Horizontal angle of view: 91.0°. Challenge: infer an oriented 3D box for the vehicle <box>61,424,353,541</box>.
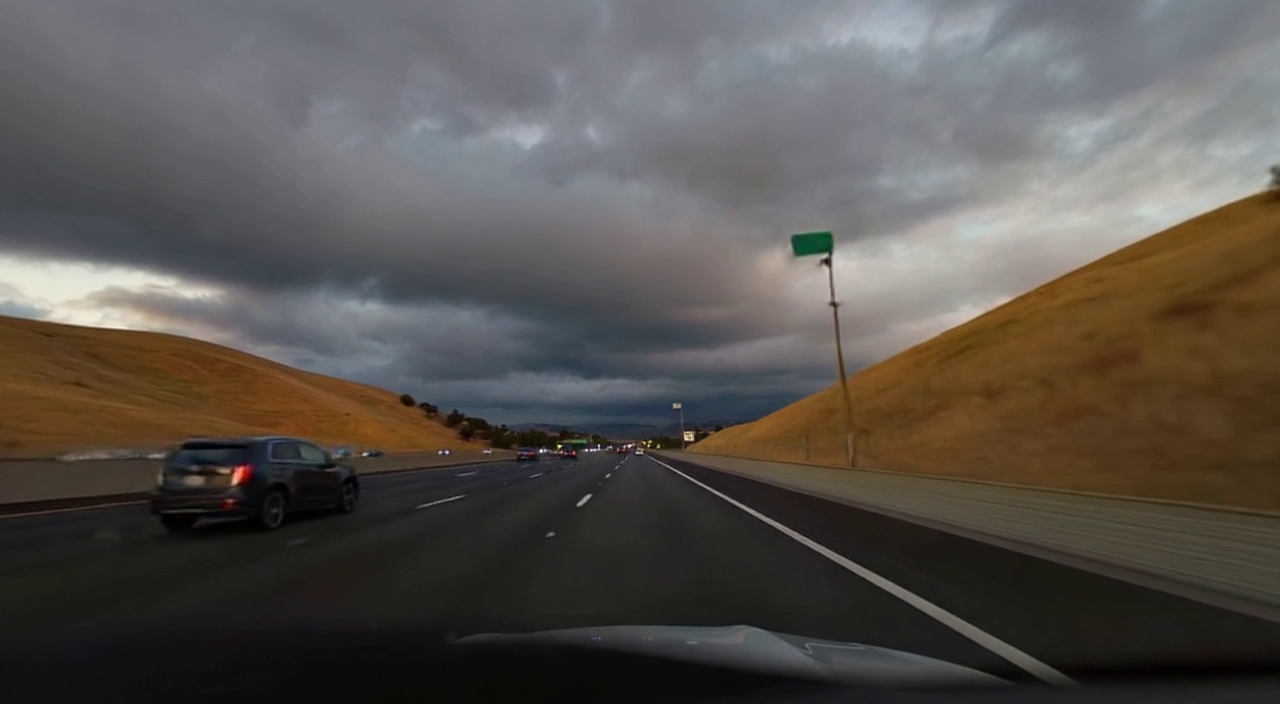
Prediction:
[{"bbox_3d":[-7.106,2.176,11.098,2.045,1.624,4.338,0,-9,0],"label":"vehicle"}]
